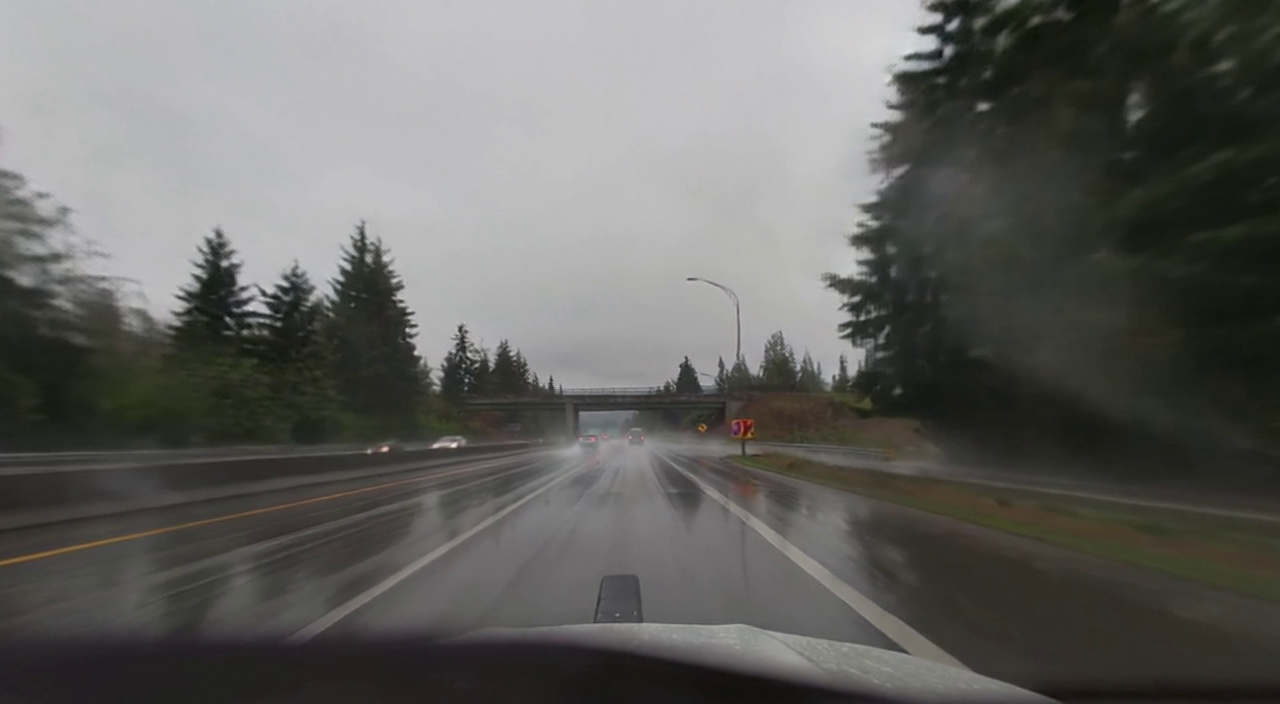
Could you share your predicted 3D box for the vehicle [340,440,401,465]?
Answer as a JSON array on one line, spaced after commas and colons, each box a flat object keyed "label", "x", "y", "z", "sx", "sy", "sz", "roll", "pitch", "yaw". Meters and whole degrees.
[{"label": "vehicle", "x": -16.726, "y": 6.237, "z": 39.375, "sx": 1.953, "sy": 1.463, "sz": 4.370, "roll": 0, "pitch": -8, "yaw": -1}]

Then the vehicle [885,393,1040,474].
[{"label": "vehicle", "x": 9.587, "y": 2.503, "z": 19.301, "sx": 2.123, "sy": 2.156, "sz": 4.679, "roll": 0, "pitch": -7, "yaw": -2}]
